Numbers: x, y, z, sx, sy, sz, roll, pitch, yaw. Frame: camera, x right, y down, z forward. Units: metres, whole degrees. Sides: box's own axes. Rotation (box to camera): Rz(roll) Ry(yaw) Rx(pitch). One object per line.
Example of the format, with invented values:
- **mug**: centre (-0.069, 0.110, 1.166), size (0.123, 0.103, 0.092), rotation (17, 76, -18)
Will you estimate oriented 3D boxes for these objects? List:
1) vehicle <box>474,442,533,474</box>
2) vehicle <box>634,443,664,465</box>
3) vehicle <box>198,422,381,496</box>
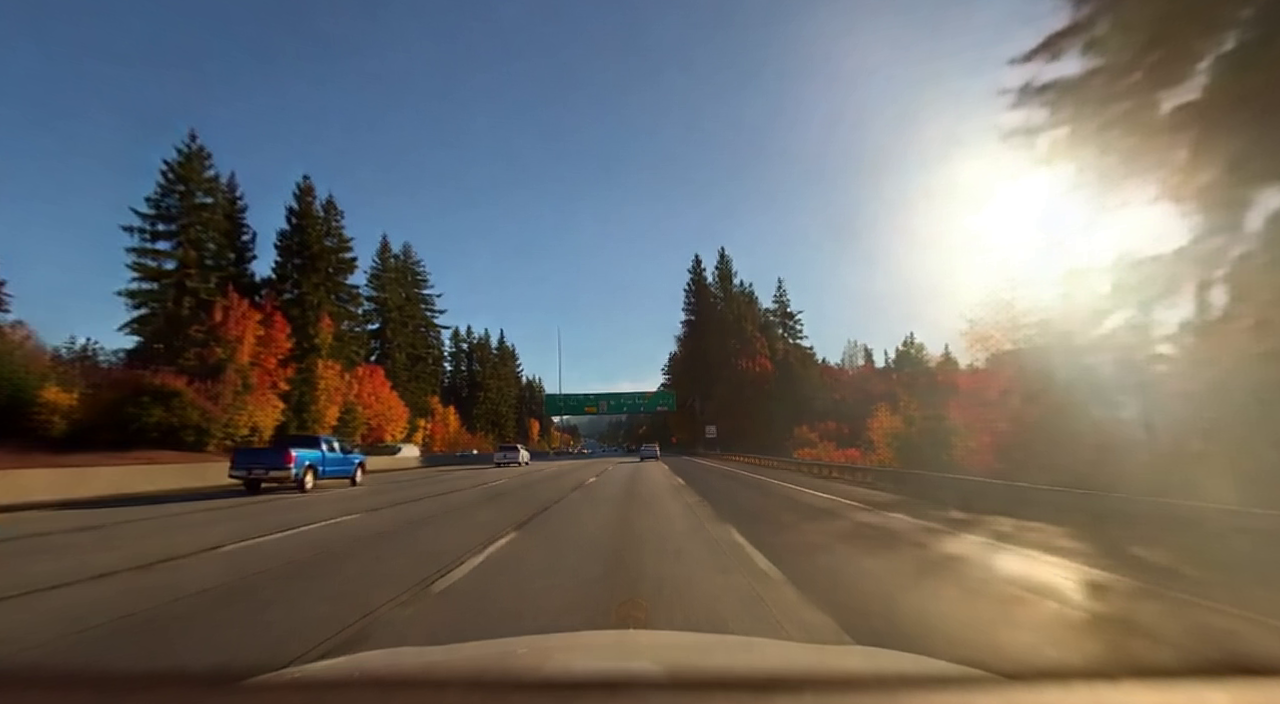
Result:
- **vehicle**: centre (-6.719, 5.239, 31.444), size (1.919, 1.499, 4.234), rotation (0, -8, 1)
- **vehicle**: centre (0.663, 7.221, 44.942), size (1.984, 1.471, 4.202), rotation (-1, -8, 1)
- **vehicle**: centre (-10.740, 3.332, 20.087), size (2.347, 1.984, 5.778), rotation (-1, -8, 2)
